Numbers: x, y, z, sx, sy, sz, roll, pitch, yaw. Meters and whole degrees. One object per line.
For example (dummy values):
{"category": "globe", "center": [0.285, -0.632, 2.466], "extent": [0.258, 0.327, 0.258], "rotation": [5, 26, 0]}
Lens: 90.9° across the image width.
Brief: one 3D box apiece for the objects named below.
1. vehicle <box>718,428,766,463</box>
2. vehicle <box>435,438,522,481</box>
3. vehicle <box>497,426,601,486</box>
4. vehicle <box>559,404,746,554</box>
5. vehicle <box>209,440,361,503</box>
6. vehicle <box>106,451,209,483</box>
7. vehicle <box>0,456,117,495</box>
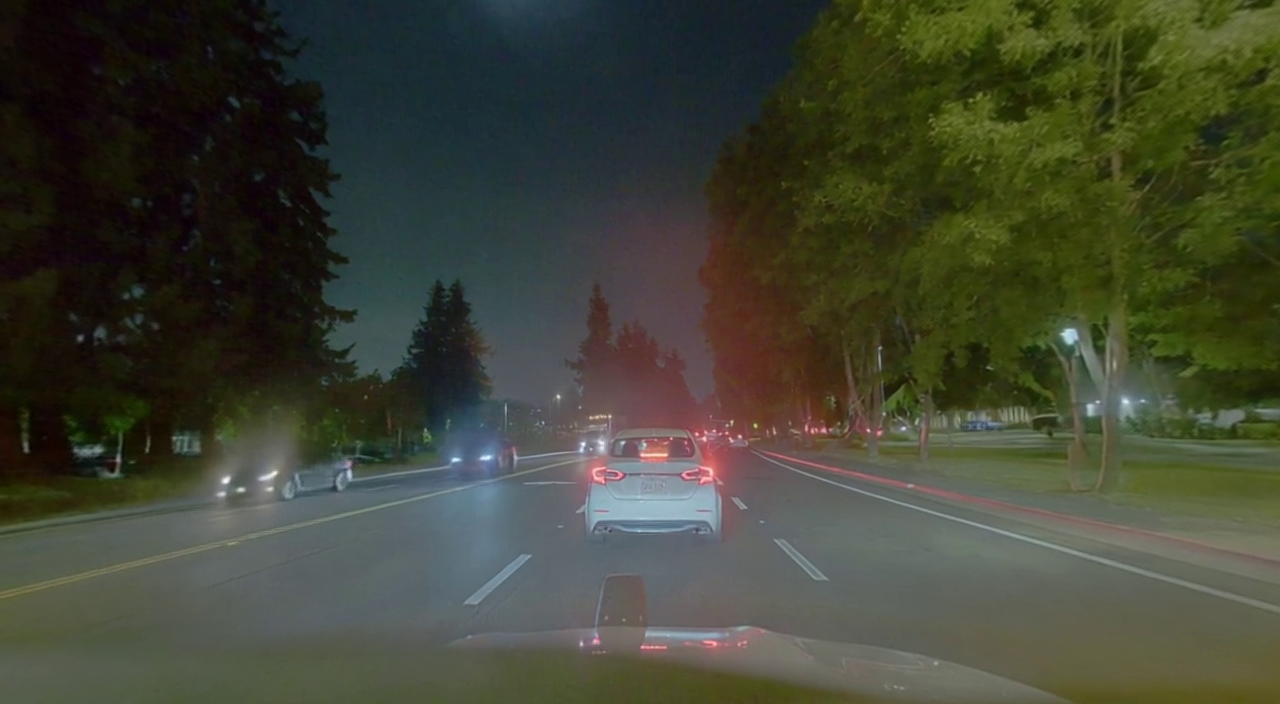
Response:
{"category": "vehicle", "center": [5.545, 5.155, 34.781], "extent": [2.155, 1.786, 4.459], "rotation": [-1, -8, 3]}
{"category": "vehicle", "center": [-6.135, 4.132, 24.587], "extent": [1.923, 1.492, 4.577], "rotation": [-1, -8, 4]}
{"category": "vehicle", "center": [-2.930, 3.480, 21.492], "extent": [2.057, 1.786, 4.725], "rotation": [-2, -8, 11]}
{"category": "vehicle", "center": [0.176, 1.776, 9.439], "extent": [2.154, 1.710, 4.128], "rotation": [-1, -8, 1]}
{"category": "vehicle", "center": [-10.737, 3.595, 19.546], "extent": [2.005, 1.701, 4.355], "rotation": [-1, -8, 2]}
{"category": "vehicle", "center": [-26.728, 6.371, 34.994], "extent": [4.256, 1.633, 1.940], "rotation": [-1, -8, 7]}
{"category": "vehicle", "center": [-27.341, 5.780, 29.654], "extent": [4.272, 1.438, 1.801], "rotation": [-5, -9, 9]}
